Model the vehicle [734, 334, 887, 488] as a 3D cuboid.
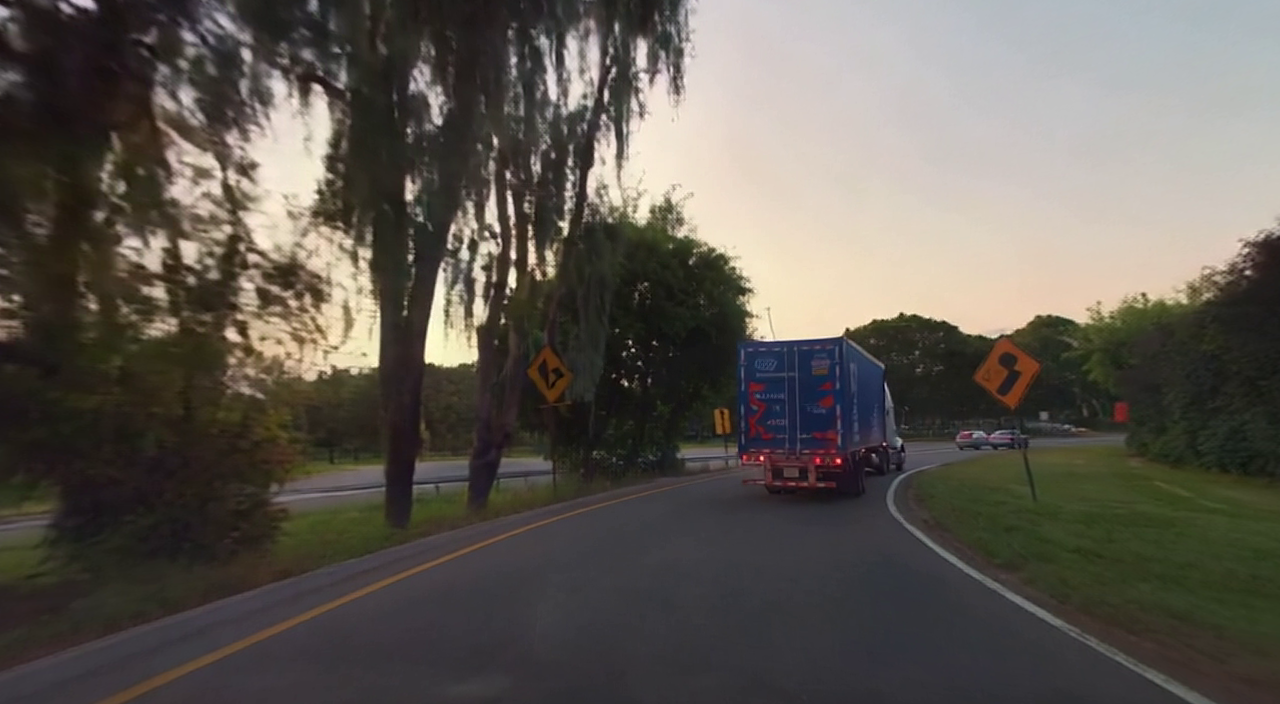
[{"bbox_3d":[5.756,2.009,19.718,2.937,3.647,9.344,-4,-9,24],"label":"vehicle"}]
